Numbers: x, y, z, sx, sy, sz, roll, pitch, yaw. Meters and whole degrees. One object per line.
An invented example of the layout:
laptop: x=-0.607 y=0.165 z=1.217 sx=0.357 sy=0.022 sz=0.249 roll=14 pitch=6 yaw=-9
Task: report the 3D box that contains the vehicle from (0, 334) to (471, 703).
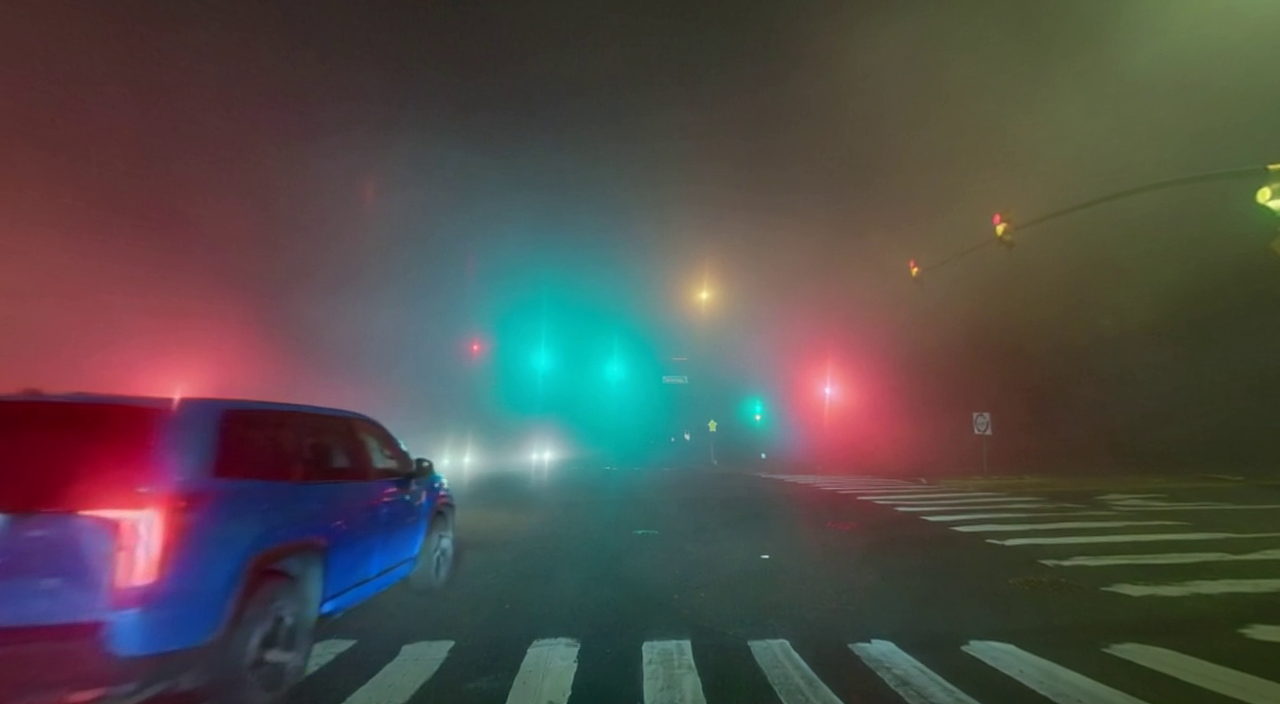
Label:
vehicle: x=-3.009 y=1.141 z=4.726 sx=2.123 sy=1.799 sz=4.425 roll=0 pitch=-8 yaw=2
